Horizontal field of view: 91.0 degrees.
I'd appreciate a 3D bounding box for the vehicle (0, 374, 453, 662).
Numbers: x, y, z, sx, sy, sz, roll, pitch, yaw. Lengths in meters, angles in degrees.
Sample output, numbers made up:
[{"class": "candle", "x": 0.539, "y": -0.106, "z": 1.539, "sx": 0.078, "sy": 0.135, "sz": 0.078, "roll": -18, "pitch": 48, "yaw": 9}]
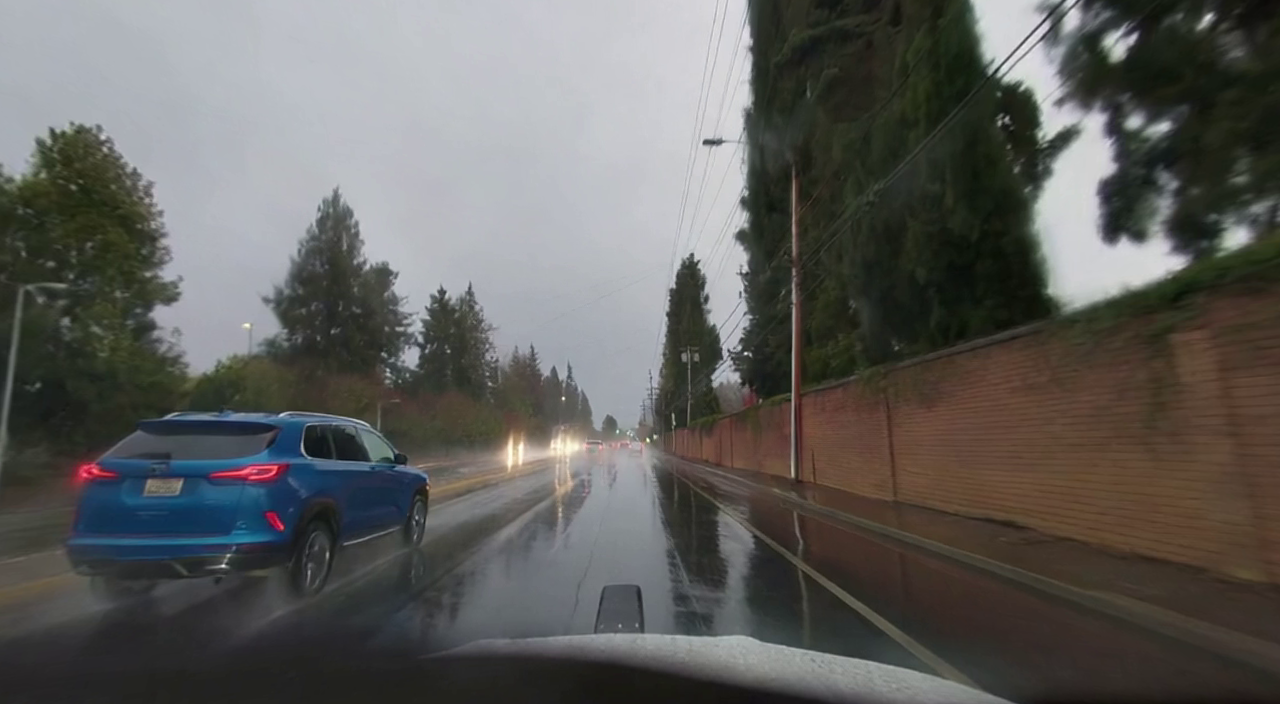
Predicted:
[{"class": "vehicle", "x": -3.606, "y": 1.320, "z": 6.145, "sx": 2.147, "sy": 1.730, "sz": 4.555, "roll": 0, "pitch": -8, "yaw": 0}]
